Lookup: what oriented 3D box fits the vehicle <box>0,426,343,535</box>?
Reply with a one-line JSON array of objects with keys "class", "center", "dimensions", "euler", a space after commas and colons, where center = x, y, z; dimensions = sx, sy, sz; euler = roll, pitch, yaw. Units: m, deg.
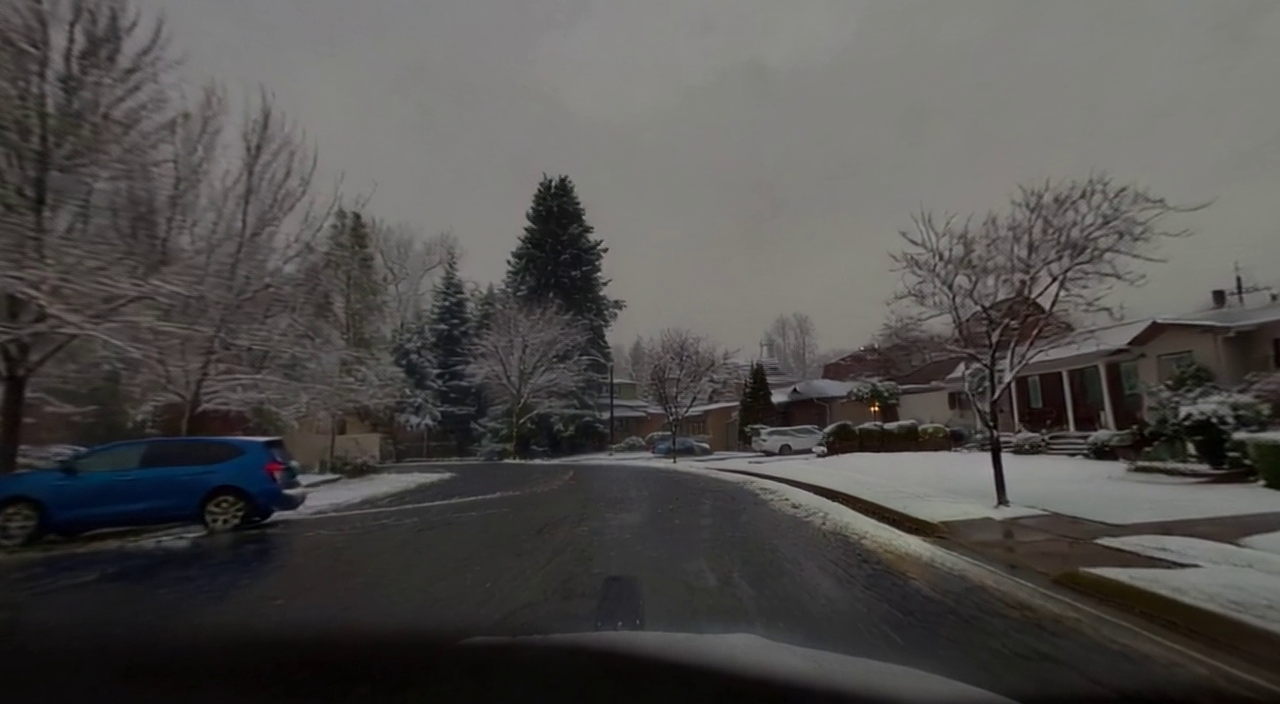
[{"class": "vehicle", "center": [-7.918, 2.140, 10.808], "dimensions": [4.692, 1.660, 1.879], "euler": [0, -9, -1]}]
